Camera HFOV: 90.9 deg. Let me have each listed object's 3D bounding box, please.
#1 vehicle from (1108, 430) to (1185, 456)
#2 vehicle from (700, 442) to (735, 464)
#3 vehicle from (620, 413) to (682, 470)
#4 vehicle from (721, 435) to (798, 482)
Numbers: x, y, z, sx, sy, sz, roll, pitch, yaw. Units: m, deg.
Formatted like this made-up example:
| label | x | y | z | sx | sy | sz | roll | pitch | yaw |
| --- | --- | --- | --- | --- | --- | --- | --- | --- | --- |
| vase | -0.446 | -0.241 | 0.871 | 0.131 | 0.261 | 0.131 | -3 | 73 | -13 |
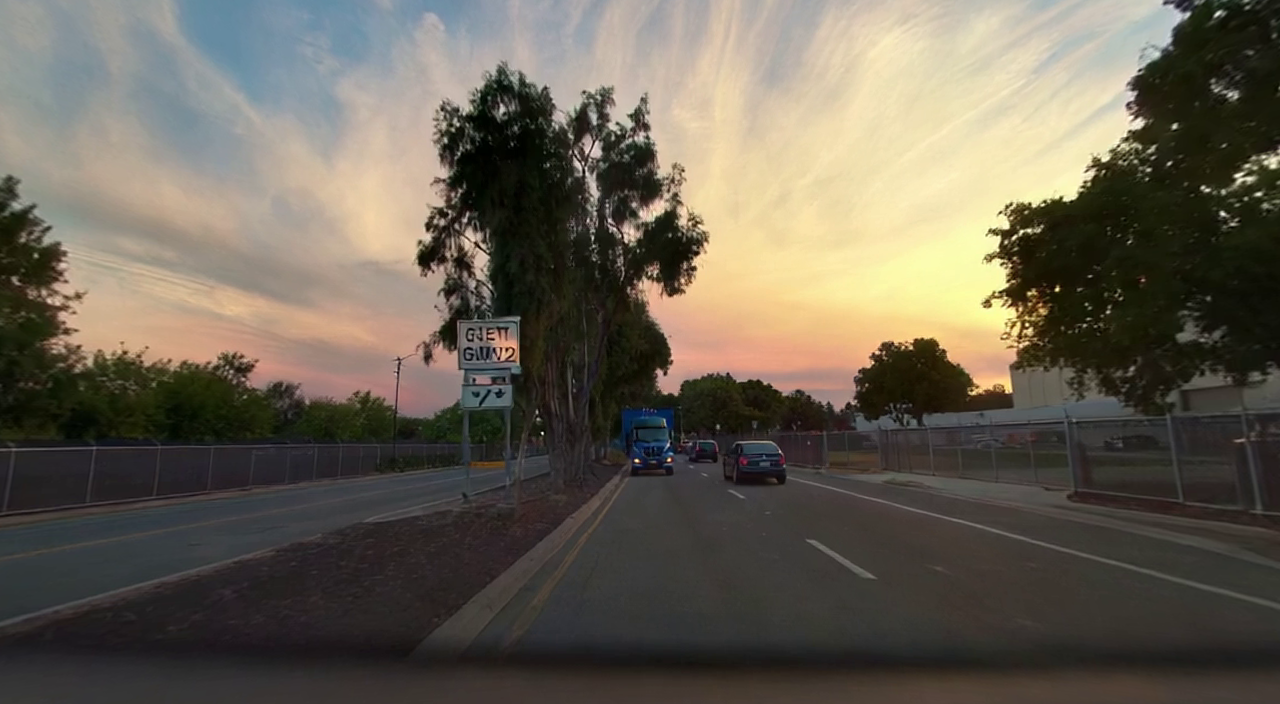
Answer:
| label | x | y | z | sx | sy | sz | roll | pitch | yaw |
| --- | --- | --- | --- | --- | --- | --- | --- | --- | --- |
| vehicle | 37.477 | 6.798 | 46.865 | 2.389 | 1.806 | 5.792 | -3 | -9 | 18 |
| vehicle | 5.530 | 7.273 | 45.392 | 2.018 | 1.473 | 4.343 | 0 | -9 | 1 |
| vehicle | 0.665 | 5.208 | 36.649 | 3.197 | 2.963 | 7.055 | 0 | -9 | 1 |
| vehicle | 4.592 | 4.181 | 24.957 | 2.151 | 1.662 | 4.543 | 0 | -8 | 0 |
